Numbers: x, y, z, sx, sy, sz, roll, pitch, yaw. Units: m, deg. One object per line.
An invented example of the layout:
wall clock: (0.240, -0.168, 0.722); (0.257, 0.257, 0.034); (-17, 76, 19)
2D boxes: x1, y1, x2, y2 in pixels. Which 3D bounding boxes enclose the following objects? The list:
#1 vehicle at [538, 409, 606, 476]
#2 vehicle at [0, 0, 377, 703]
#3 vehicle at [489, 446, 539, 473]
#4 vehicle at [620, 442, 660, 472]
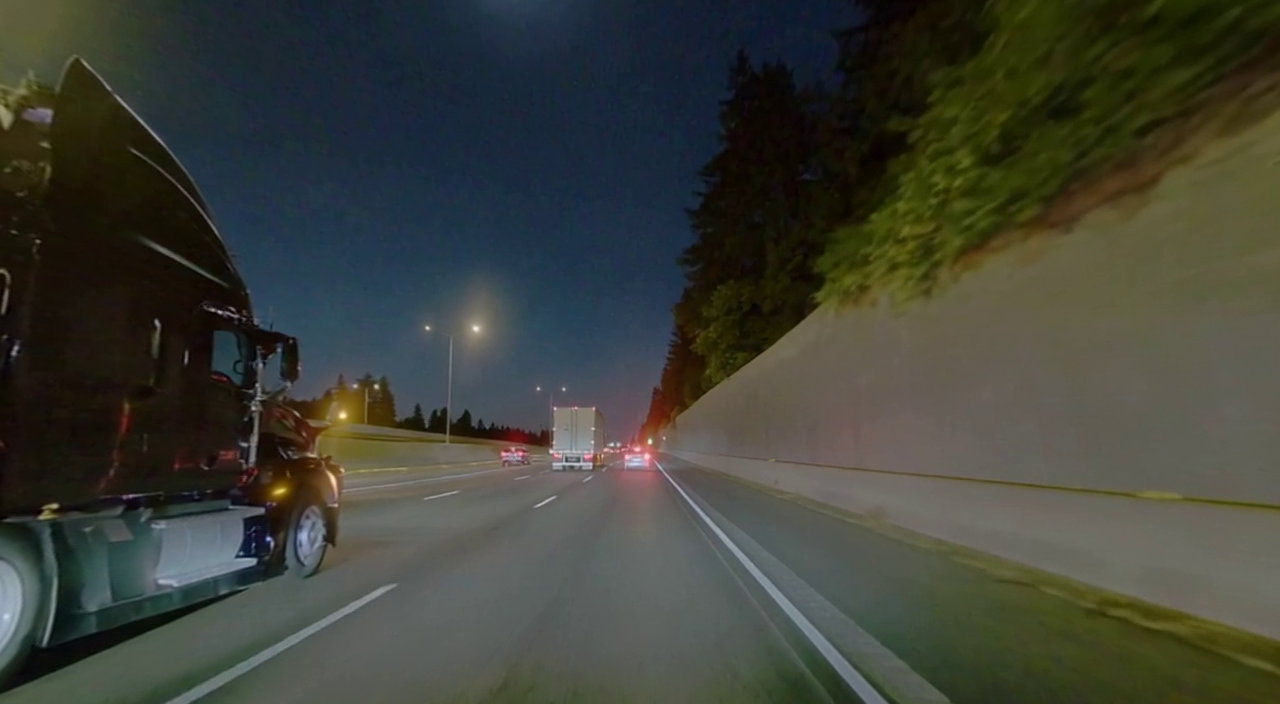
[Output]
vehicle: (-3.684, 5.292, 36.623); (2.956, 3.331, 9.575); (0, -9, 0)
vehicle: (-3.745, -0.099, 0.299); (3.025, 3.266, 9.256); (0, -9, 1)
vehicle: (-7.250, 6.205, 36.538); (1.962, 1.489, 4.002); (0, -9, 1)
vehicle: (0.024, 6.128, 36.915); (2.178, 1.640, 4.071); (0, -9, 1)
